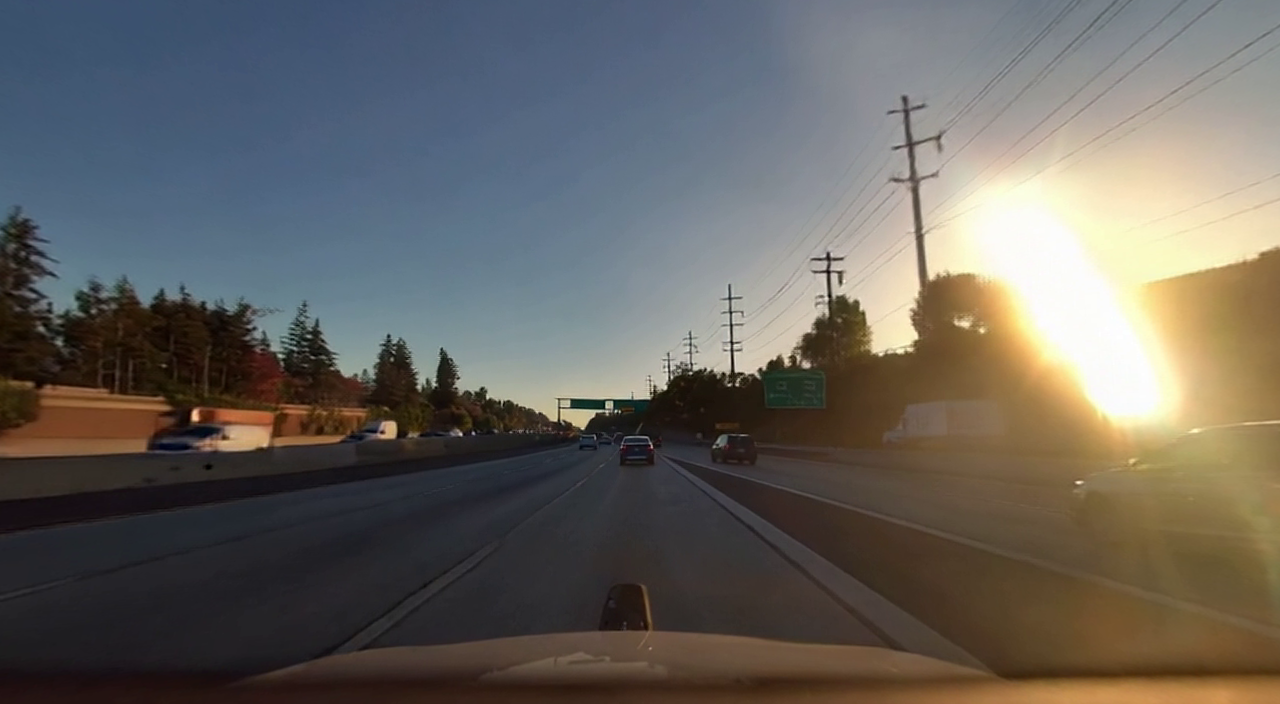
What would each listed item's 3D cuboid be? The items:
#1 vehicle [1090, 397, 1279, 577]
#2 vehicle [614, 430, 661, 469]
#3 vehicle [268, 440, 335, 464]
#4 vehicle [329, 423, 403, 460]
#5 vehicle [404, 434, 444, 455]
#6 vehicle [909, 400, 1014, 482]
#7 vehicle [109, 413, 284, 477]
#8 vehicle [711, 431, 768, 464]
[{"bbox_3d":[7.249,1.298,6.089,2.102,1.723,4.745,0,-8,-3],"label":"vehicle"},{"bbox_3d":[-0.177,4.817,31.345,2.192,1.769,4.287,0,-8,-2],"label":"vehicle"},{"bbox_3d":[-20.528,6.077,38.476,1.858,1.414,4.389,1,-8,-3],"label":"vehicle"},{"bbox_3d":[-16.662,5.481,38.716,2.208,2.085,5.448,0,-8,-1],"label":"vehicle"},{"bbox_3d":[-16.849,7.274,49.386,1.838,1.551,4.182,0,-8,-2],"label":"vehicle"},{"bbox_3d":[11.595,3.222,22.989,2.162,2.775,2.707,0,-8,-3],"label":"vehicle"},{"bbox_3d":[-16.216,3.485,23.647,2.339,2.062,5.804,0,-8,0],"label":"vehicle"},{"bbox_3d":[5.468,5.337,35.419,2.099,1.720,4.829,0,-8,-4],"label":"vehicle"}]
